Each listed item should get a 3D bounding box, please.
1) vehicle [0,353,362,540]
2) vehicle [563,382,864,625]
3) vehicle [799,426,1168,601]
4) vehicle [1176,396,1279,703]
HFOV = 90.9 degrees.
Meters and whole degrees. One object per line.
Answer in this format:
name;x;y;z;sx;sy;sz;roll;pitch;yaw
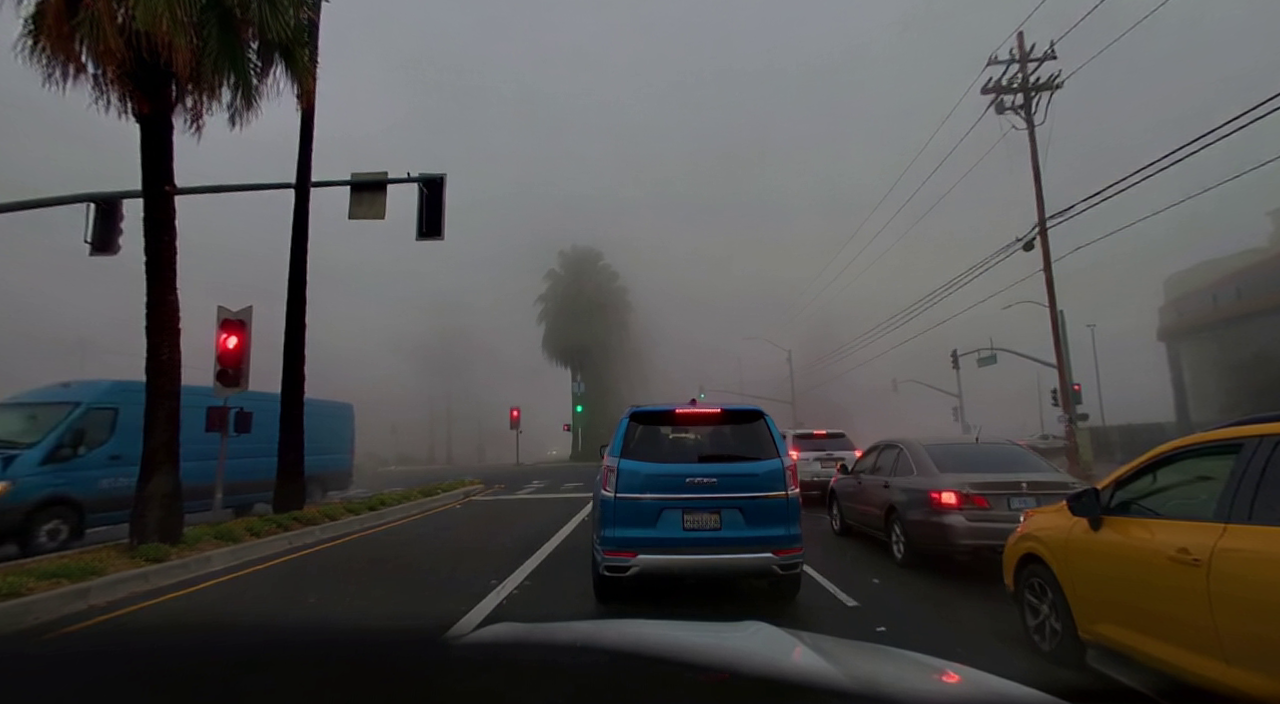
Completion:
vehicle;-13.413;2.832;19.095;2.973;3.889;11.535;-2;-9;10
vehicle;0.470;1.438;6.883;2.228;1.780;4.269;0;-9;-2
vehicle;3.448;1.686;7.504;1.895;1.456;4.255;0;-9;-2
vehicle;3.366;0.648;0.660;1.805;1.485;4.348;0;-9;1
